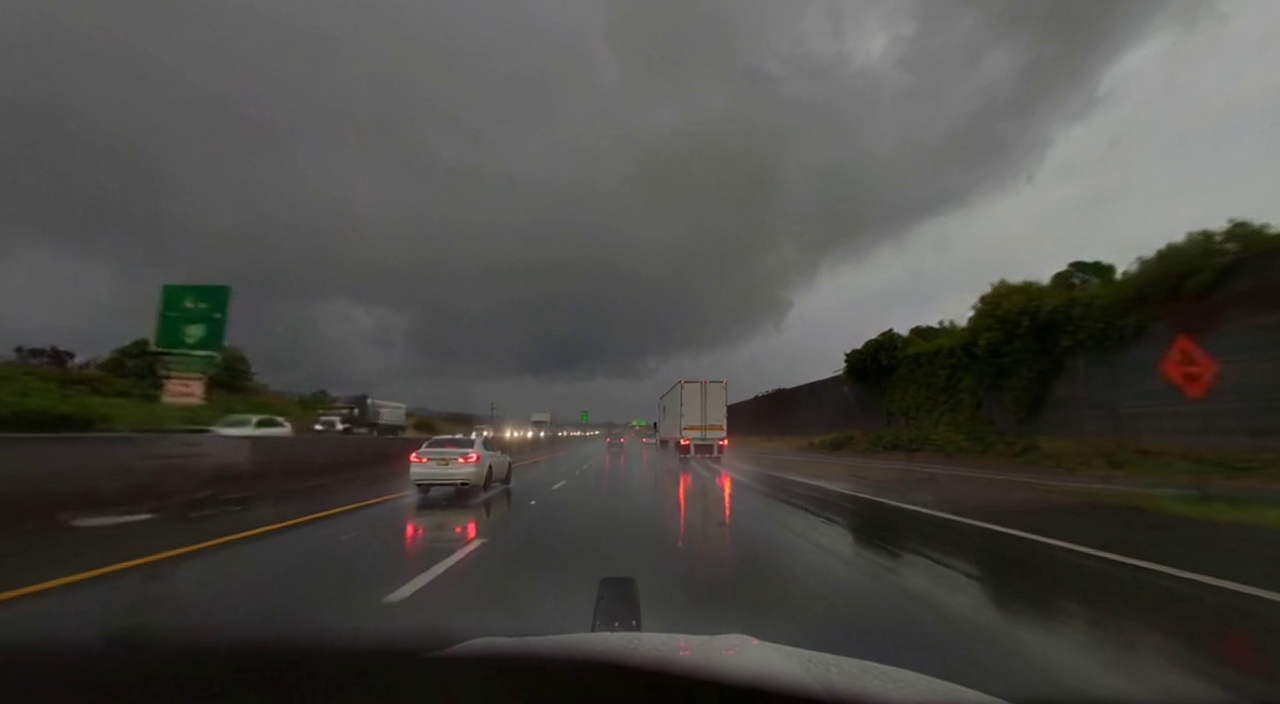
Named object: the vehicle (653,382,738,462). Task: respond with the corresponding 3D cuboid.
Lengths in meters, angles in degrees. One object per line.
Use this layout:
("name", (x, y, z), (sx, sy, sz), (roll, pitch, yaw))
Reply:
("vehicle", (2.945, 4.475, 38.920), (3.241, 4.042, 14.292), (0, -8, -3))

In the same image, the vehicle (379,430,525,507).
("vehicle", (-3.960, 2.506, 14.177), (1.971, 1.444, 4.401), (0, -8, -1))

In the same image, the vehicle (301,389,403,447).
("vehicle", (-20.631, 4.981, 45.984), (2.903, 3.769, 9.823), (0, -8, -1))

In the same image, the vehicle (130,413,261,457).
("vehicle", (-16.622, 3.148, 23.868), (1.858, 1.485, 4.296), (0, -8, -1))
